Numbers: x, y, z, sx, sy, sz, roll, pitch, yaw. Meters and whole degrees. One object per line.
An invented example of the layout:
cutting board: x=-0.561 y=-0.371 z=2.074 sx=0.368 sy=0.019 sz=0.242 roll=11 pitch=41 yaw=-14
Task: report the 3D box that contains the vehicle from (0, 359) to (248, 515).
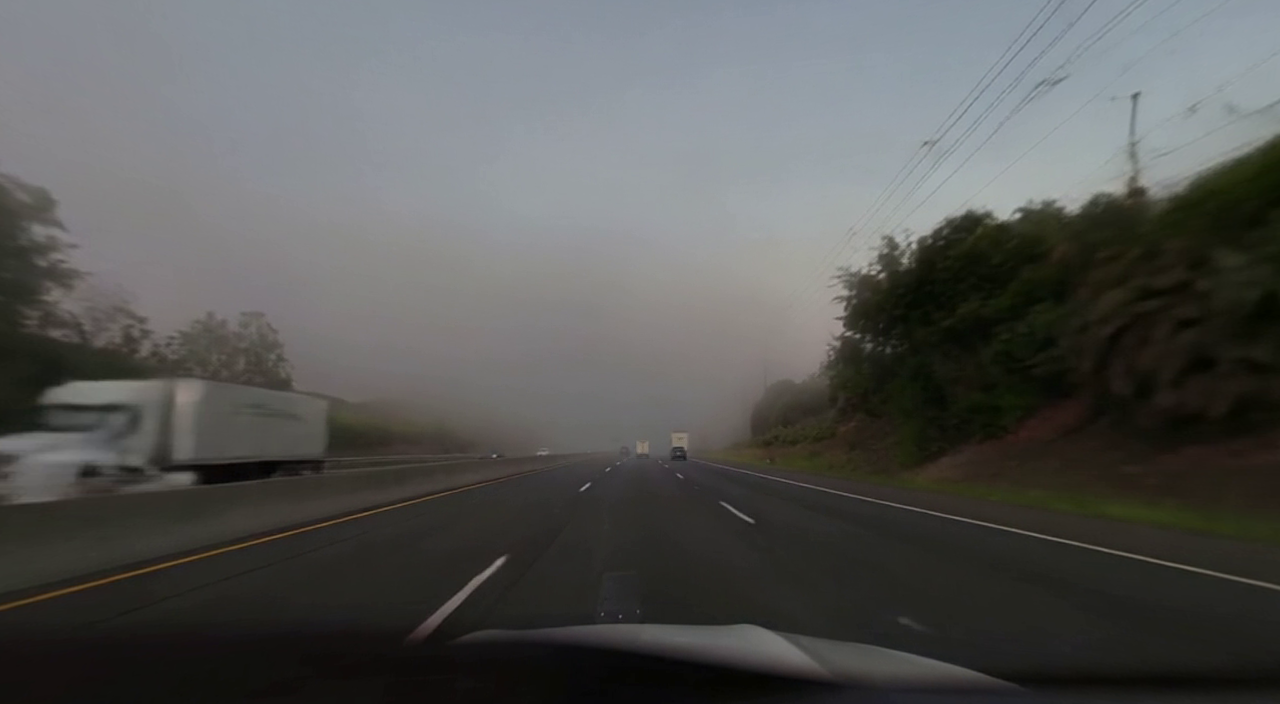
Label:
vehicle: x=-15.027 y=2.479 z=18.273 sx=3.396 sy=3.812 sz=5.547 roll=1 pitch=-9 yaw=0
